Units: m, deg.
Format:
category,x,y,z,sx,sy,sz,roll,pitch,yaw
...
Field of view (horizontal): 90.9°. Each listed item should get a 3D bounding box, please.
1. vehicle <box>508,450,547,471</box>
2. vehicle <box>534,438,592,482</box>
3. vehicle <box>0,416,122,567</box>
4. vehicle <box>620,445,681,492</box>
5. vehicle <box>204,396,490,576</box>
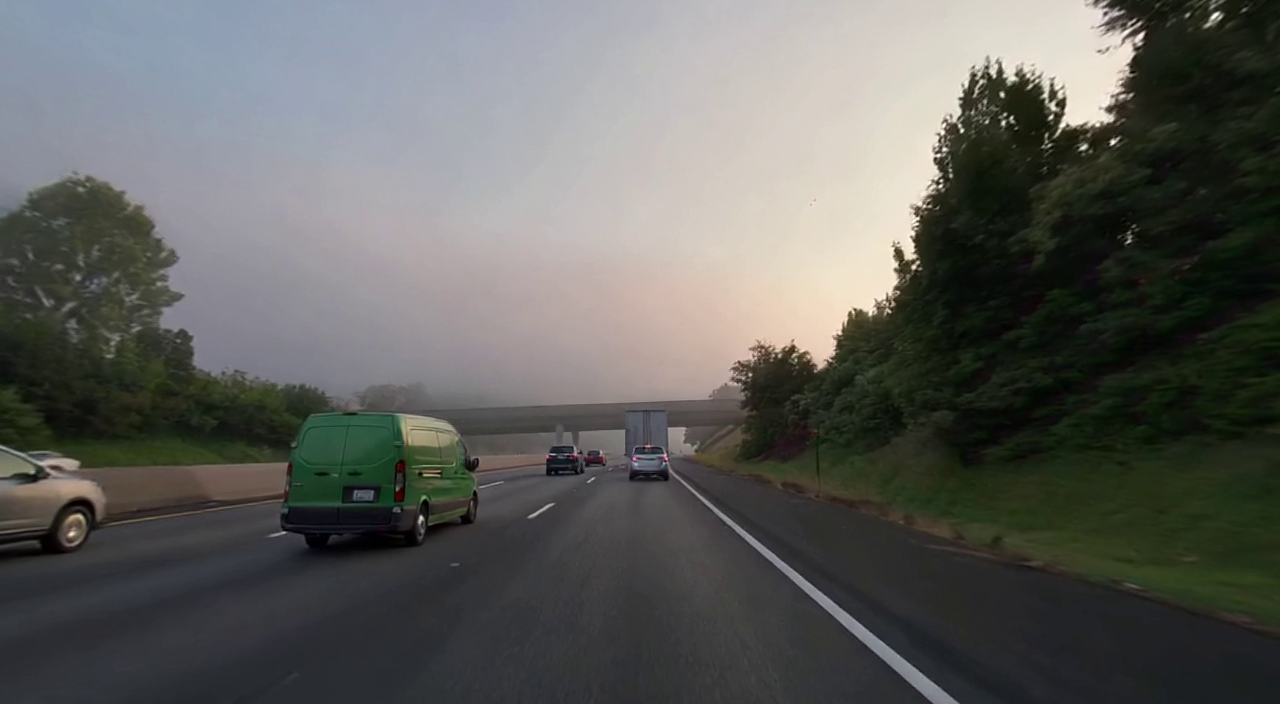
category,x,y,z,sx,sy,sz,roll,pitch,yaw
vehicle,-7.749,7.512,43.738,1.886,1.414,4.028,0,-9,2
vehicle,-3.452,4.945,29.053,2.068,1.862,4.234,0,-9,1
vehicle,-8.236,1.481,6.510,2.093,1.675,4.233,0,-9,0
vehicle,0.333,4.055,22.236,1.991,1.507,3.391,0,-9,0
vehicle,-3.577,1.724,8.699,1.951,1.882,3.979,0,-9,1
